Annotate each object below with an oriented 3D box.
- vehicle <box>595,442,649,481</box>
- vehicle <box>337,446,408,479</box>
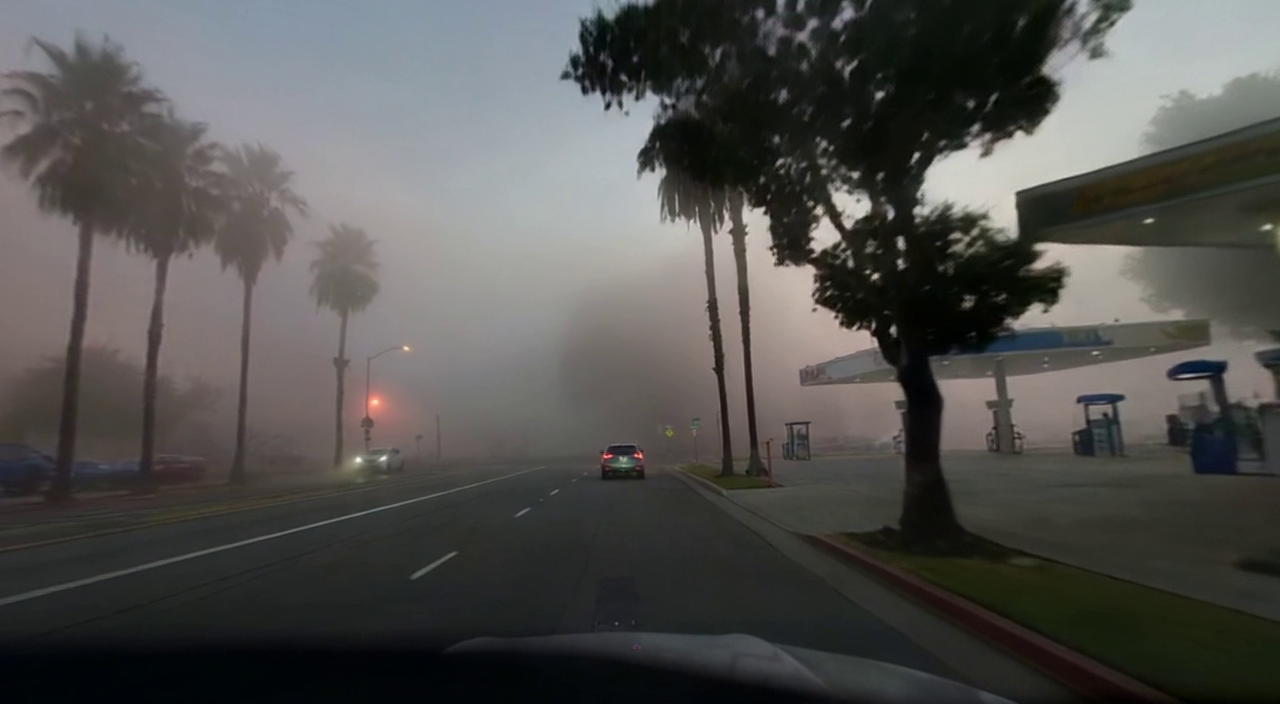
[{"bbox_3d":[-0.715,4.512,26.331,2.076,1.486,4.119,0,-8,-1],"label":"vehicle"},{"bbox_3d":[-14.809,6.101,35.209,2.026,1.722,4.463,0,-8,-1],"label":"vehicle"}]
